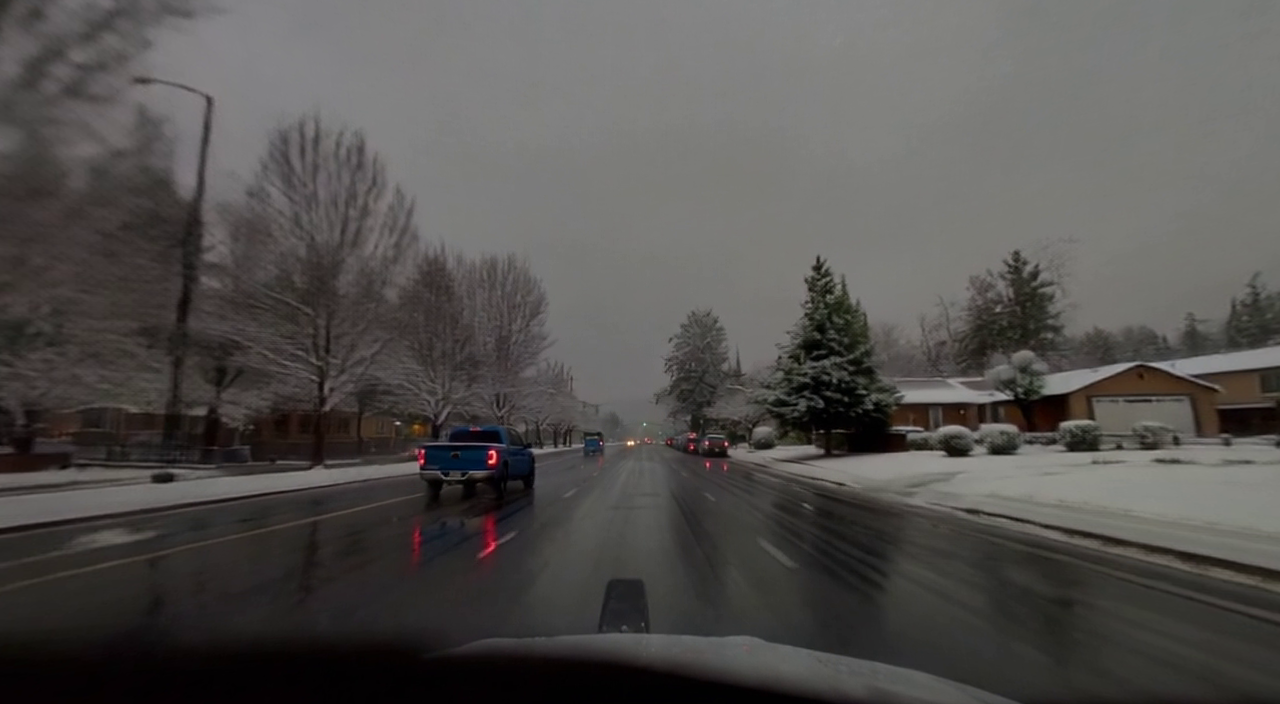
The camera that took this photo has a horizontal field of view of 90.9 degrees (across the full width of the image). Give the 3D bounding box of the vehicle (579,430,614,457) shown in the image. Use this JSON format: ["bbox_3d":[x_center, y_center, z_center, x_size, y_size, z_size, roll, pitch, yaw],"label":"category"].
[{"bbox_3d":[-3.311,7.082,48.854,2.230,1.987,4.385,0,-8,2],"label":"vehicle"}]

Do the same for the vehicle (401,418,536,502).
[{"bbox_3d":[-4.052,2.638,15.841,2.002,1.747,4.728,0,-8,0],"label":"vehicle"}]

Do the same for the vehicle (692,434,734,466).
[{"bbox_3d":[4.203,5.717,37.025,2.016,1.736,4.356,0,-8,1],"label":"vehicle"}]
